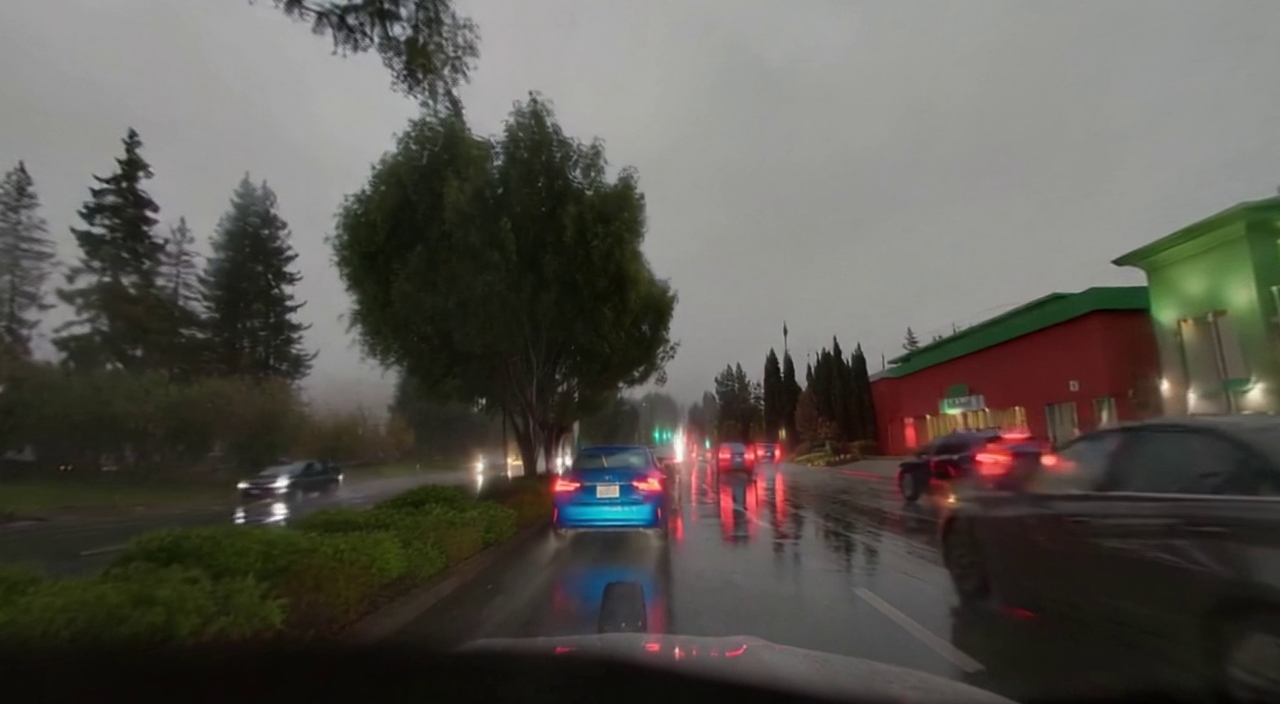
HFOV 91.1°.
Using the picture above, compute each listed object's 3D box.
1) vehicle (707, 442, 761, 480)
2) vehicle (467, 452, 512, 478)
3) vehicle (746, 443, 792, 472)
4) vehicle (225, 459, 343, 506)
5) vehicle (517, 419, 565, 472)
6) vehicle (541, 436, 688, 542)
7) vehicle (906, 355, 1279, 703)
[{"bbox_3d":[4.407,5.180,30.109,1.971,1.637,4.317,0,-8,1],"label":"vehicle"},{"bbox_3d":[-10.951,8.255,46.126,2.030,1.700,4.505,0,-8,2],"label":"vehicle"},{"bbox_3d":[8.266,6.790,40.604,2.064,1.747,4.372,0,-8,1],"label":"vehicle"},{"bbox_3d":[-13.378,4.888,23.980,1.900,1.508,4.459,0,-8,0],"label":"vehicle"},{"bbox_3d":[-7.542,7.181,48.292,2.993,3.919,3.476,0,-8,2],"label":"vehicle"},{"bbox_3d":[-0.313,2.268,11.077,2.111,1.506,4.018,0,-8,2],"label":"vehicle"},{"bbox_3d":[3.674,1.098,4.276,1.977,1.652,4.090,0,-8,1],"label":"vehicle"}]
